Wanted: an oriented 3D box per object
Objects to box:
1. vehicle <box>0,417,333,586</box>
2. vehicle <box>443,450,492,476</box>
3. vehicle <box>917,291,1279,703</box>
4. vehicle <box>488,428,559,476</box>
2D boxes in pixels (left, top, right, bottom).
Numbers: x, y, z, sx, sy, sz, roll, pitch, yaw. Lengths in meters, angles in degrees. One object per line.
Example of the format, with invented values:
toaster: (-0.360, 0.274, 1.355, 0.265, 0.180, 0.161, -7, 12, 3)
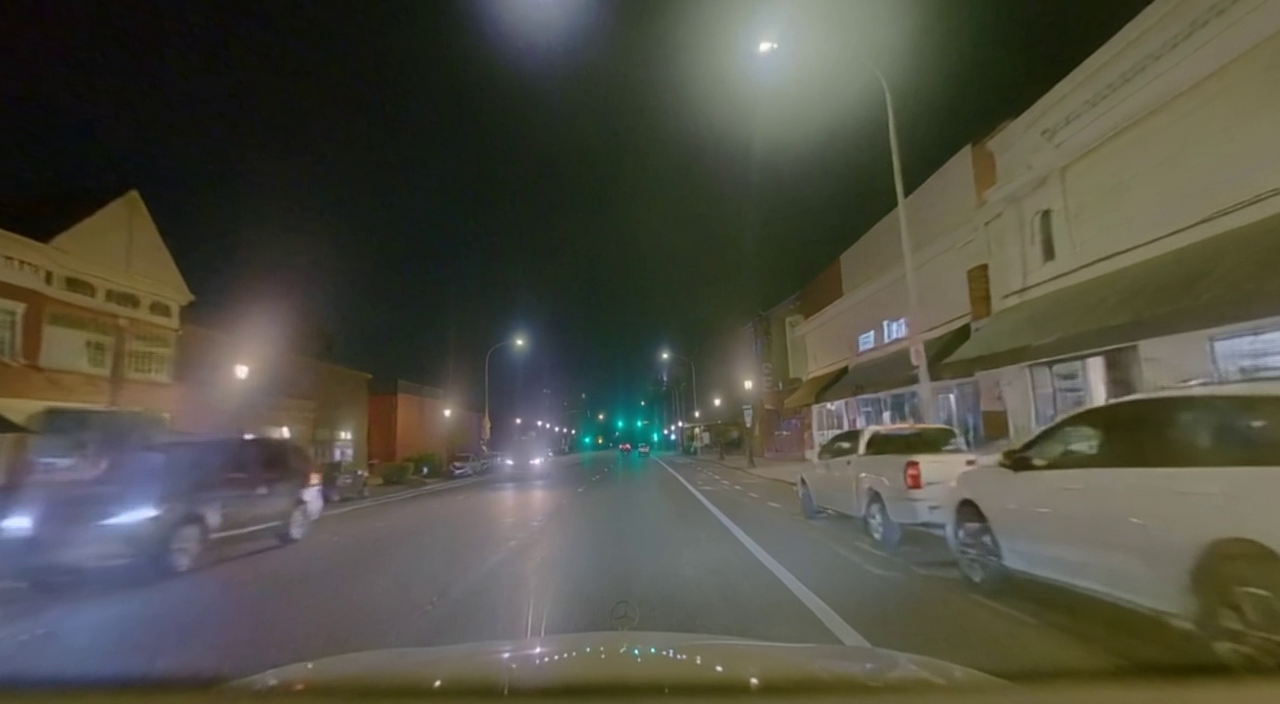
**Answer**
vehicle: (-6.705, 2.001, 9.323, 2.044, 1.839, 4.512, 0, -9, 0)
vehicle: (-10.773, 6.965, 39.739, 1.784, 1.502, 4.344, 0, -9, 1)
vehicle: (3.861, 0.928, 4.141, 1.976, 2.001, 4.430, 0, -9, -1)
vehicle: (-5.526, 4.864, 30.812, 2.267, 2.070, 5.719, 0, -9, 1)
